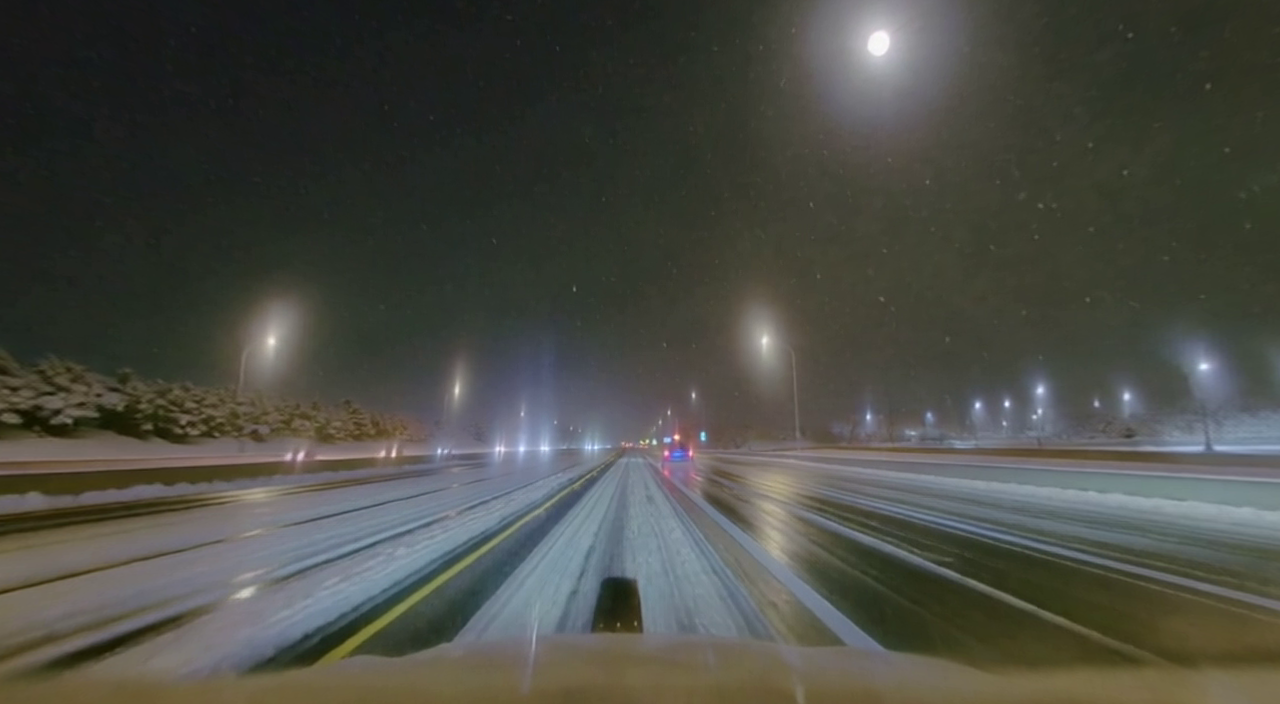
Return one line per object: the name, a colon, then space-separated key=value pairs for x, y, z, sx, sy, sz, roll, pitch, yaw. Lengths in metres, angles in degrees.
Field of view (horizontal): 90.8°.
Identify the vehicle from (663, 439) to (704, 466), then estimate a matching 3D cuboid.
vehicle: x=2.766 y=6.458 z=40.749 sx=2.270 sy=1.615 sz=3.770 roll=0 pitch=-8 yaw=-2
